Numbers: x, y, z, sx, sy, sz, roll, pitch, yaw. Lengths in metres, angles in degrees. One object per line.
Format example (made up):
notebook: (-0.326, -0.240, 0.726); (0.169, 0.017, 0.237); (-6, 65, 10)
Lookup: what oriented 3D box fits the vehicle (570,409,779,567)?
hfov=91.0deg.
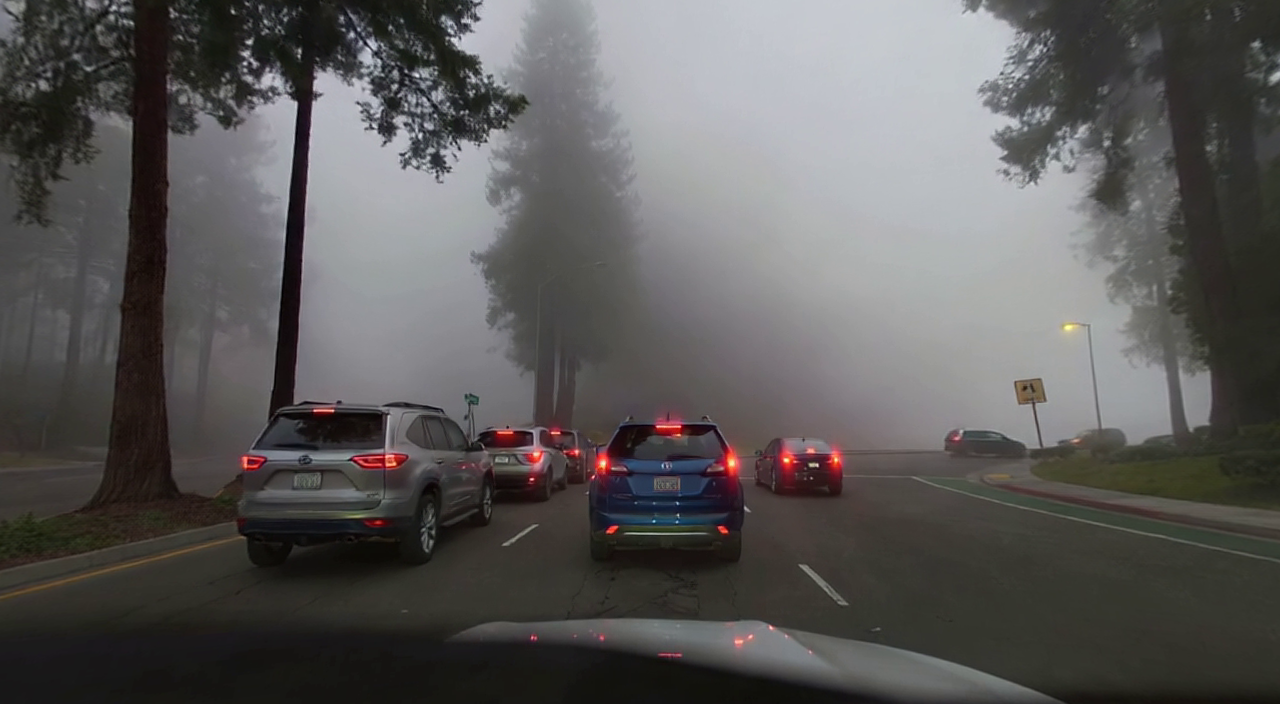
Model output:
vehicle: (0.386, 1.746, 8.774); (2.189, 1.649, 4.171); (0, -8, 1)

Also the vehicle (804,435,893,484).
vehicle: (7.449, 3.861, 22.972); (2.067, 1.599, 4.251); (-1, -8, 5)

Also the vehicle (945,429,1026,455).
vehicle: (23.293, 6.090, 42.652); (4.629, 1.687, 1.824); (-4, -9, 24)

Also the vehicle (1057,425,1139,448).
vehicle: (33.450, 6.248, 46.143); (4.632, 1.580, 1.801); (-5, -10, 30)

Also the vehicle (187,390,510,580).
vehicle: (-3.254, 1.595, 8.283); (2.085, 1.812, 4.388); (0, -8, 0)
